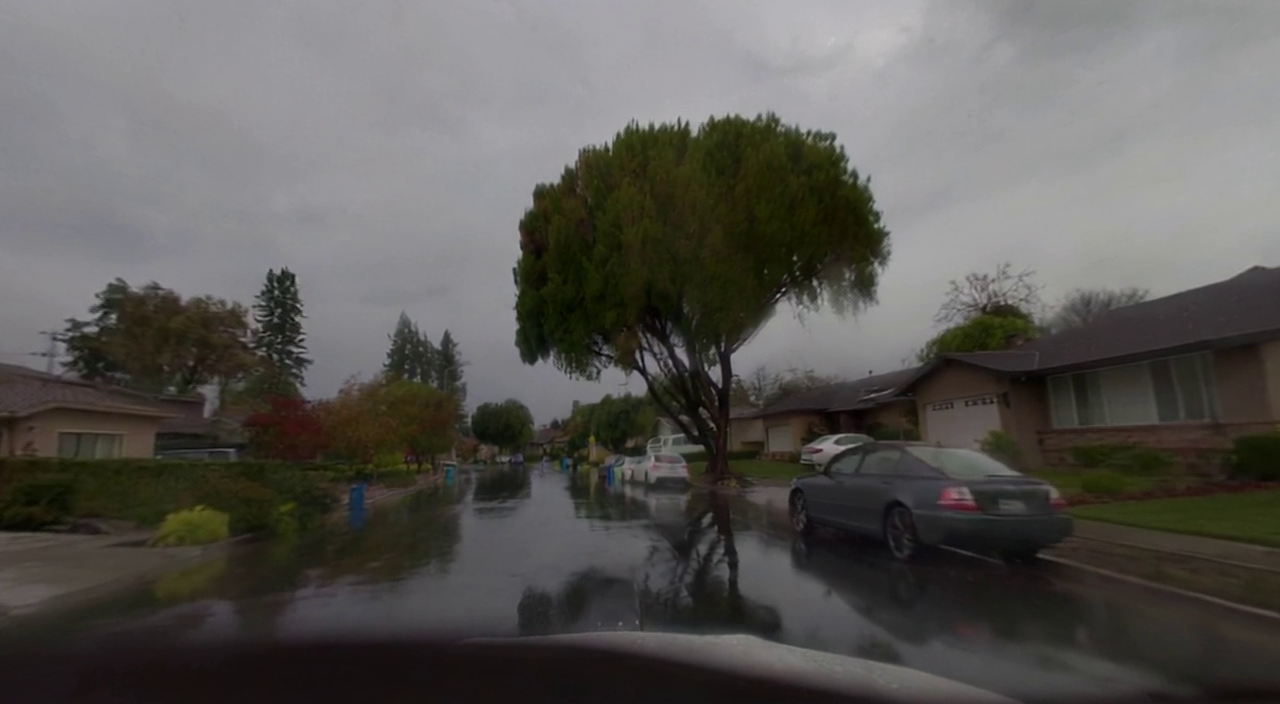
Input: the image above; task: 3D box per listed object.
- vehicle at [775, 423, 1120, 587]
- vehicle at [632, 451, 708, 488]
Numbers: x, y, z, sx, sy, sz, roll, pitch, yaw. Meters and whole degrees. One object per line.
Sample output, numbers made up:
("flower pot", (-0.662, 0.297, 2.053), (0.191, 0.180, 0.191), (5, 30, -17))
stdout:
("vehicle", (4.026, 2.066, 9.593), (2.111, 1.771, 4.942), (1, -9, -10))
("vehicle", (1.275, 5.332, 29.085), (2.193, 1.504, 4.576), (2, -9, -15))
